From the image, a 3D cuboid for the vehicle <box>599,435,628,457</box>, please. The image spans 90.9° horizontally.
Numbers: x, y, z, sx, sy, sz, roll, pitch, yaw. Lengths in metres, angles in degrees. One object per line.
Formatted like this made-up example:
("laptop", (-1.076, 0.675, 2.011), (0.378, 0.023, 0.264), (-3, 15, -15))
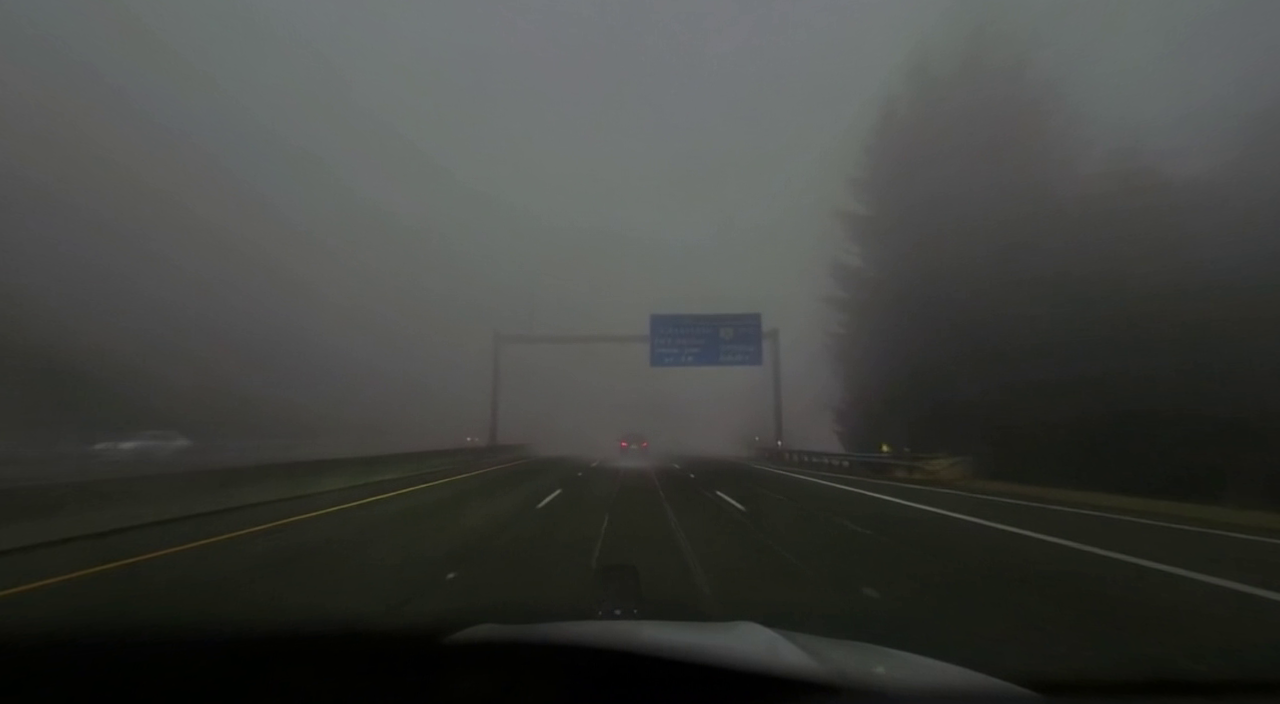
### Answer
("vehicle", (-1.922, 6.915, 46.642), (1.993, 1.519, 4.046), (0, -8, -1))
